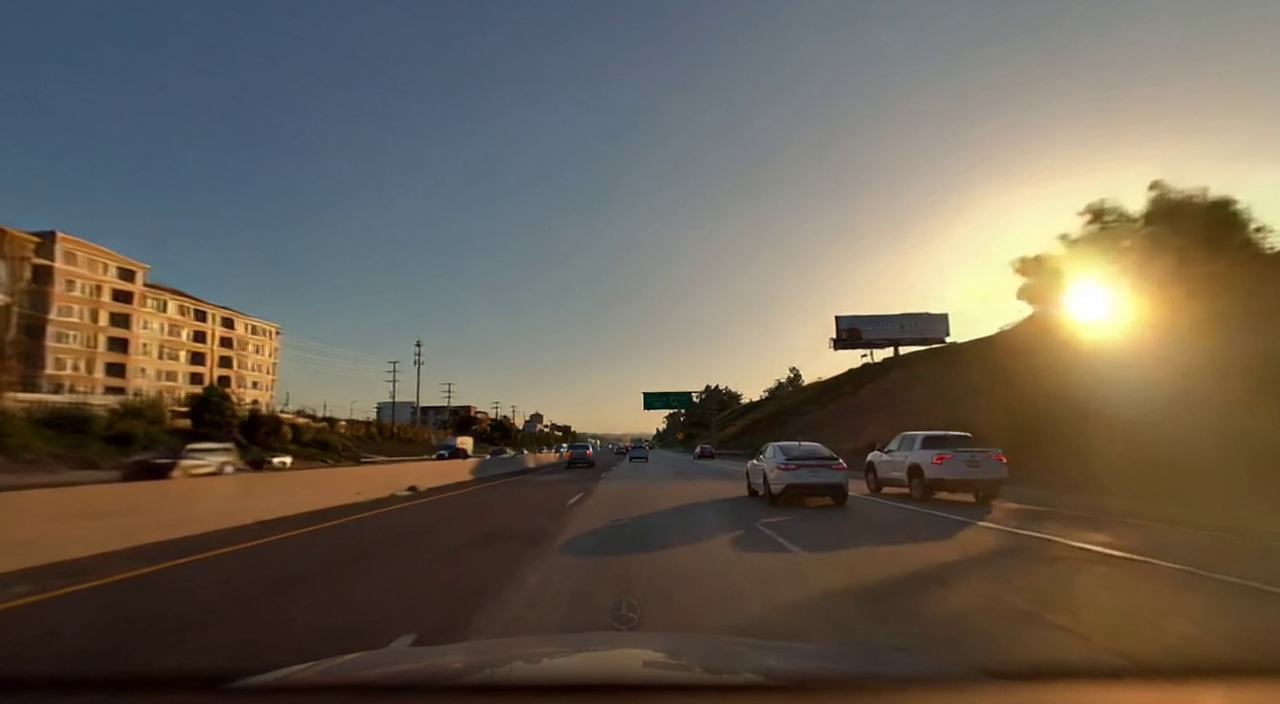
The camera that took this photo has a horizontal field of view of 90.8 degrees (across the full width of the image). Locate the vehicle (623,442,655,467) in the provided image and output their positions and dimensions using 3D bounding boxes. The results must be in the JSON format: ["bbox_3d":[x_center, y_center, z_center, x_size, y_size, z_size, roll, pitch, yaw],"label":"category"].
[{"bbox_3d":[-0.069,7.355,45.566,2.191,1.685,4.015,0,-9,-1],"label":"vehicle"}]

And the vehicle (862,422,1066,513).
[{"bbox_3d":[7.326,2.674,15.056,2.176,1.793,4.841,0,-9,-2],"label":"vehicle"}]

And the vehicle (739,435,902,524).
[{"bbox_3d":[3.463,2.552,13.187,1.987,1.509,4.512,0,-9,-1],"label":"vehicle"}]

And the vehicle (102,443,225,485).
[{"bbox_3d":[-20.994,4.933,28.139,1.922,1.658,4.538,0,-9,-1],"label":"vehicle"}]

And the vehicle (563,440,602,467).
[{"bbox_3d":[-3.949,7.114,44.307,2.256,1.756,4.745,0,-9,0],"label":"vehicle"}]

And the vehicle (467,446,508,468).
[{"bbox_3d":[-11.160,7.716,46.509,1.888,1.486,4.616,0,-9,0],"label":"vehicle"}]
